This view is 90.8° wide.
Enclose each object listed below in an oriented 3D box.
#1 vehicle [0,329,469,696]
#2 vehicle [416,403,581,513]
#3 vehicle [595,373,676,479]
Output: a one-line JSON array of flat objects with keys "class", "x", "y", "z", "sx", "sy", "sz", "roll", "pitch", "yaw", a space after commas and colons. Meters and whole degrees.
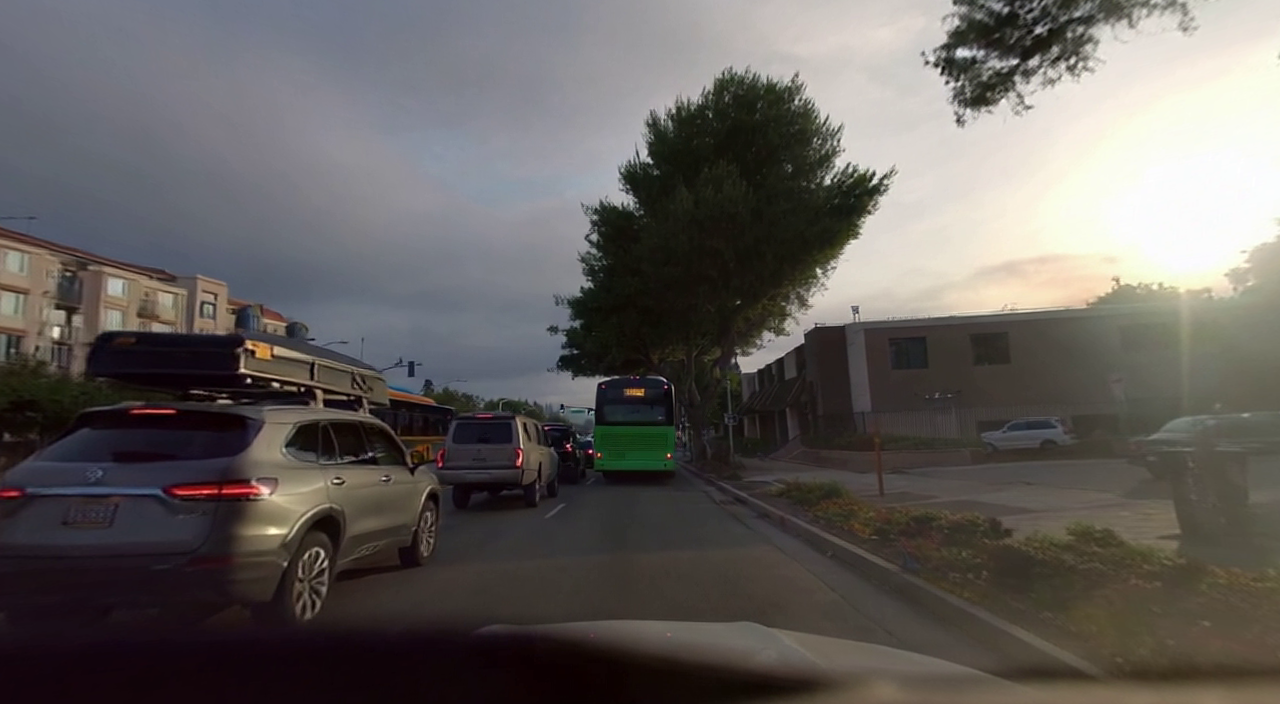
[{"class": "vehicle", "x": -3.364, "y": 1.190, "z": 5.847, "sx": 2.095, "sy": 1.892, "sz": 5.043, "roll": 0, "pitch": -9, "yaw": 0}, {"class": "vehicle", "x": -3.051, "y": 2.520, "z": 15.345, "sx": 2.546, "sy": 2.125, "sz": 5.869, "roll": 0, "pitch": -9, "yaw": 1}, {"class": "vehicle", "x": -0.170, "y": 3.619, "z": 29.327, "sx": 2.970, "sy": 3.857, "sz": 12.200, "roll": 0, "pitch": -9, "yaw": 0}]
